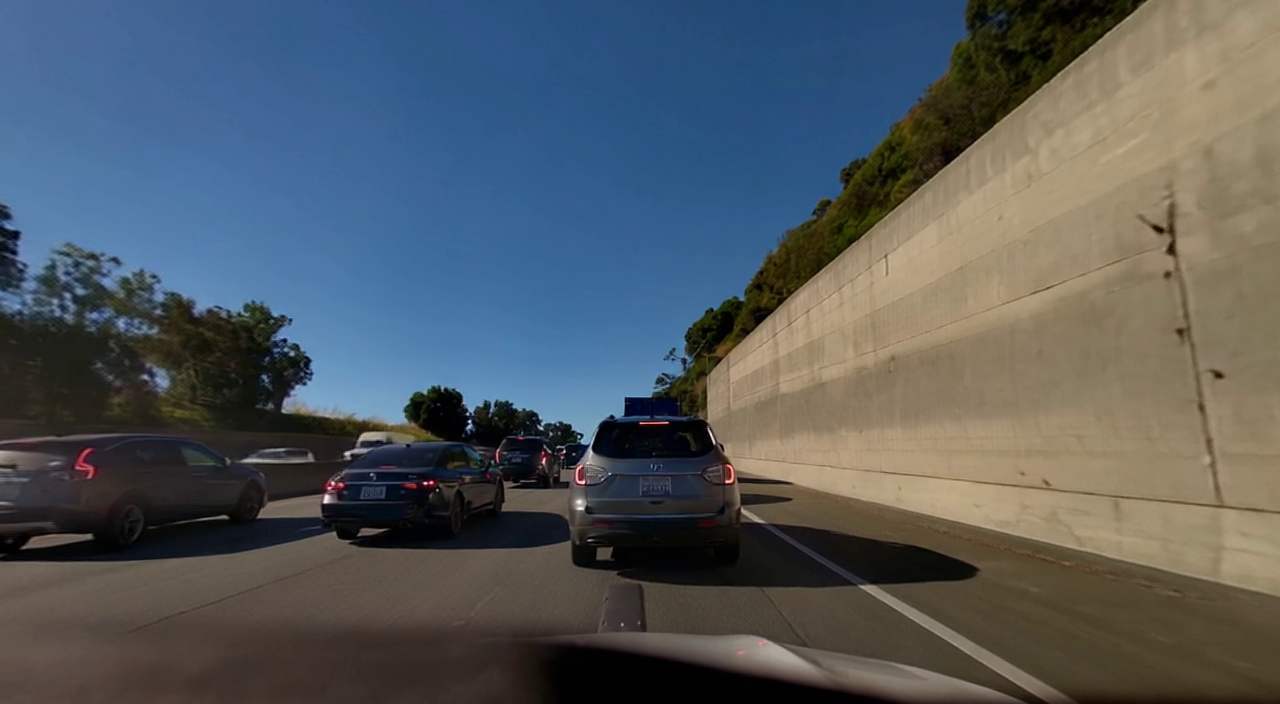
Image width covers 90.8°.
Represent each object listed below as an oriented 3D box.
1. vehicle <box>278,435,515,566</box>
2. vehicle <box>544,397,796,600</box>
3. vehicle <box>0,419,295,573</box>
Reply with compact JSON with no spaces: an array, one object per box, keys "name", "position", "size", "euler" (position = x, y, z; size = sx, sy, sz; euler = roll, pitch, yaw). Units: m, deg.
[{"name":"vehicle","position":[-3.246,2.048,9.404],"size":[1.917,1.506,3.949],"euler":[0,-9,1]},{"name":"vehicle","position":[0.221,1.699,8.275],"size":[2.210,1.760,5.303],"euler":[0,-9,-1]},{"name":"vehicle","position":[-7.471,1.975,9.418],"size":[1.986,1.700,4.558],"euler":[0,-9,1]}]
